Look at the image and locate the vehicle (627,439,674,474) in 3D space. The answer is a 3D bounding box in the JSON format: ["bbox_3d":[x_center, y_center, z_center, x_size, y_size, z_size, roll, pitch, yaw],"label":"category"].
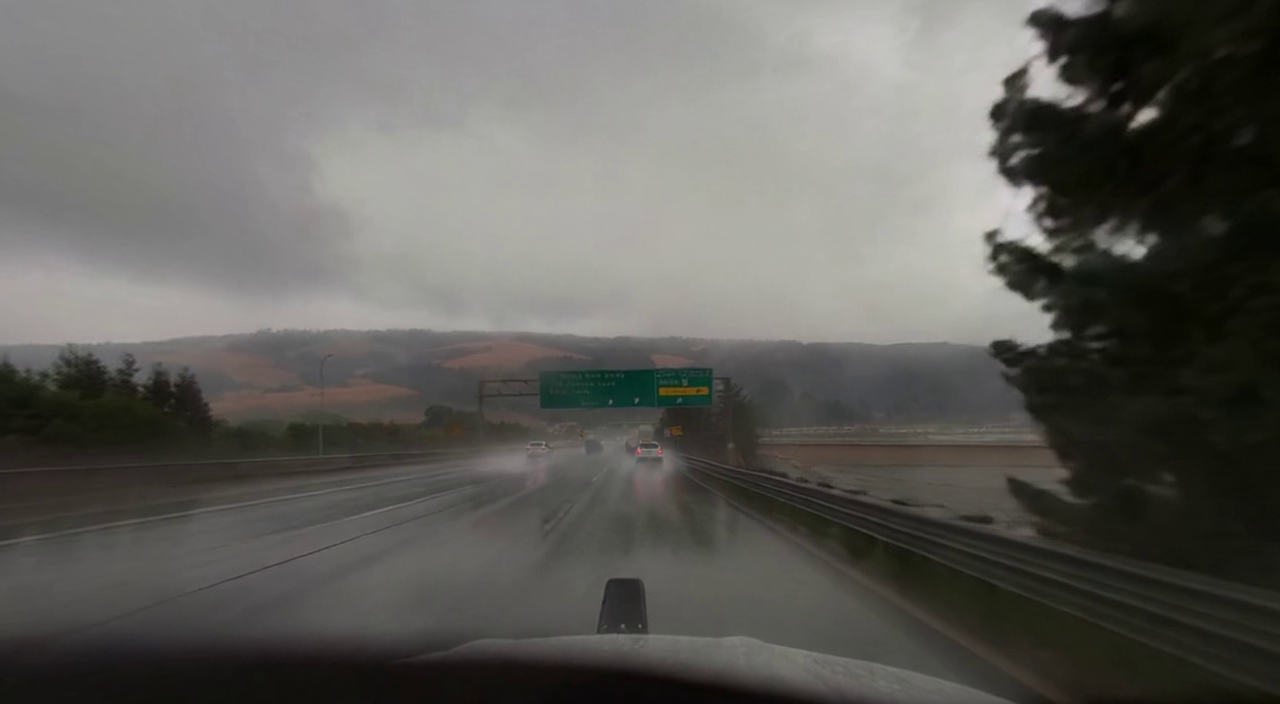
[{"bbox_3d":[0.395,4.860,29.518,2.019,1.475,4.301,0,-9,-1],"label":"vehicle"}]

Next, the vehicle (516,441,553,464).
[{"bbox_3d":[-7.128,6.848,42.894,1.955,1.468,3.637,0,-9,0],"label":"vehicle"}]
